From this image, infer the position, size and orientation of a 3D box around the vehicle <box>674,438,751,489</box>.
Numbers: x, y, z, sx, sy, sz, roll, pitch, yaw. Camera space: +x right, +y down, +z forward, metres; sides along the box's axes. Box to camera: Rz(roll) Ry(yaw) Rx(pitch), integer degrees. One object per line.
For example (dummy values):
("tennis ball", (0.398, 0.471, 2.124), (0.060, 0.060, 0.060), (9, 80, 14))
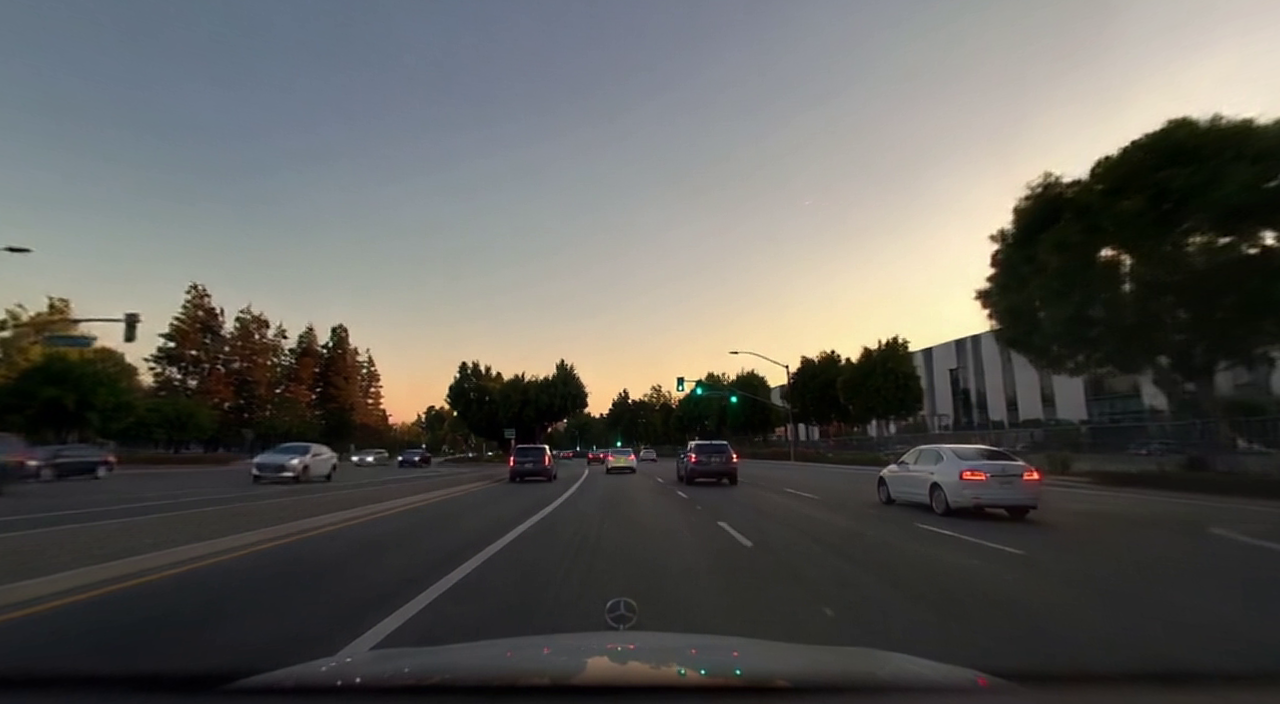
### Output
("vehicle", (2.587, 4.110, 23.730), (2.161, 1.716, 4.194), (0, -8, -4))

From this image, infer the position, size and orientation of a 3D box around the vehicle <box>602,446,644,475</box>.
("vehicle", (-0.983, 5.908, 34.636), (2.155, 1.486, 4.403), (0, -8, -3))

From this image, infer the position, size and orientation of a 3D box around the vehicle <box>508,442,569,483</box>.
("vehicle", (-4.485, 4.922, 28.457), (2.172, 1.671, 4.175), (0, -8, -2))

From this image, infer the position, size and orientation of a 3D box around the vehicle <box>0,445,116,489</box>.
("vehicle", (-22.493, 4.225, 23.603), (1.919, 1.462, 4.580), (0, -8, -1))

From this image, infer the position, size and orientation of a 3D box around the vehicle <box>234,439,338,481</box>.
("vehicle", (-15.368, 4.689, 27.759), (1.970, 1.650, 4.507), (0, -8, -1))

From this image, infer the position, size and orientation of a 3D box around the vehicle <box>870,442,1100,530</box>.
("vehicle", (6.388, 2.490, 12.414), (1.945, 1.408, 4.288), (0, -8, -3))
